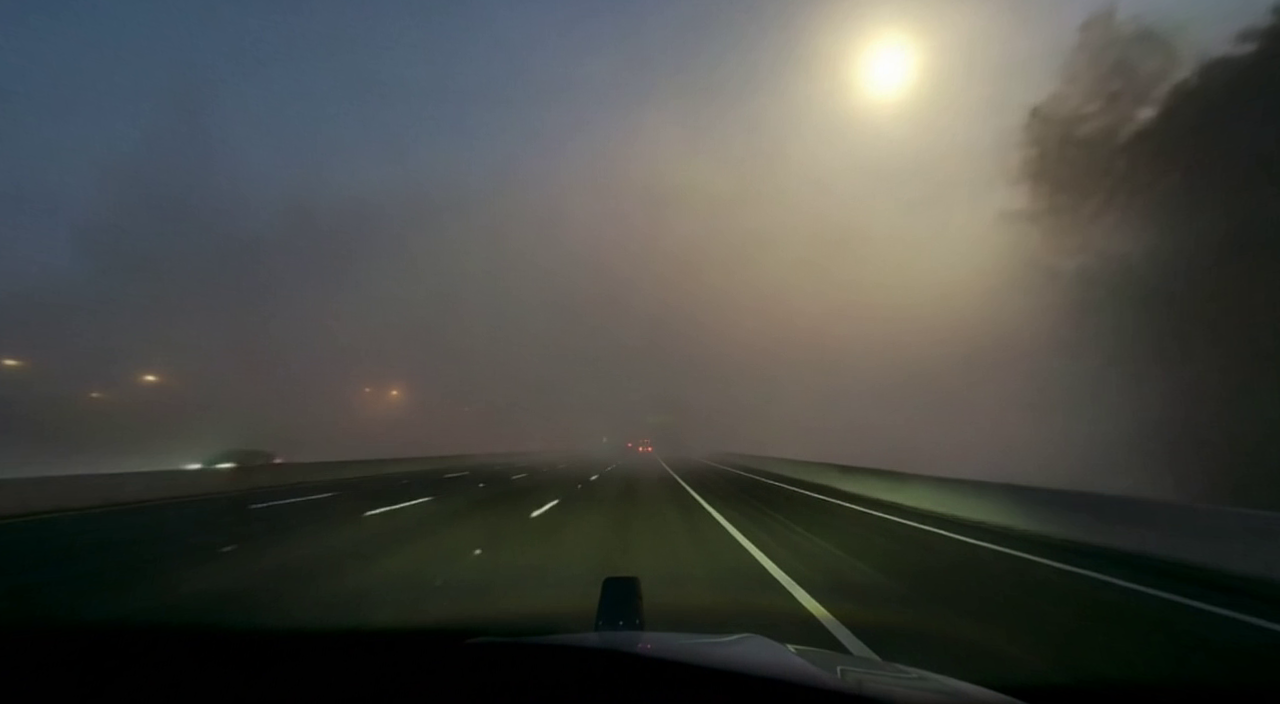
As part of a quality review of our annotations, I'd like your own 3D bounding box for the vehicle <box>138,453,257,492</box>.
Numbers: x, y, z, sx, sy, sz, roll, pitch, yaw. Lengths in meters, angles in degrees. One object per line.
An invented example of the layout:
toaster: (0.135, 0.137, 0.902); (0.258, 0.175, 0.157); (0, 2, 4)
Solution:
vehicle: (-20.185, 5.471, 29.052); (1.899, 1.557, 4.767); (-1, -9, 2)
